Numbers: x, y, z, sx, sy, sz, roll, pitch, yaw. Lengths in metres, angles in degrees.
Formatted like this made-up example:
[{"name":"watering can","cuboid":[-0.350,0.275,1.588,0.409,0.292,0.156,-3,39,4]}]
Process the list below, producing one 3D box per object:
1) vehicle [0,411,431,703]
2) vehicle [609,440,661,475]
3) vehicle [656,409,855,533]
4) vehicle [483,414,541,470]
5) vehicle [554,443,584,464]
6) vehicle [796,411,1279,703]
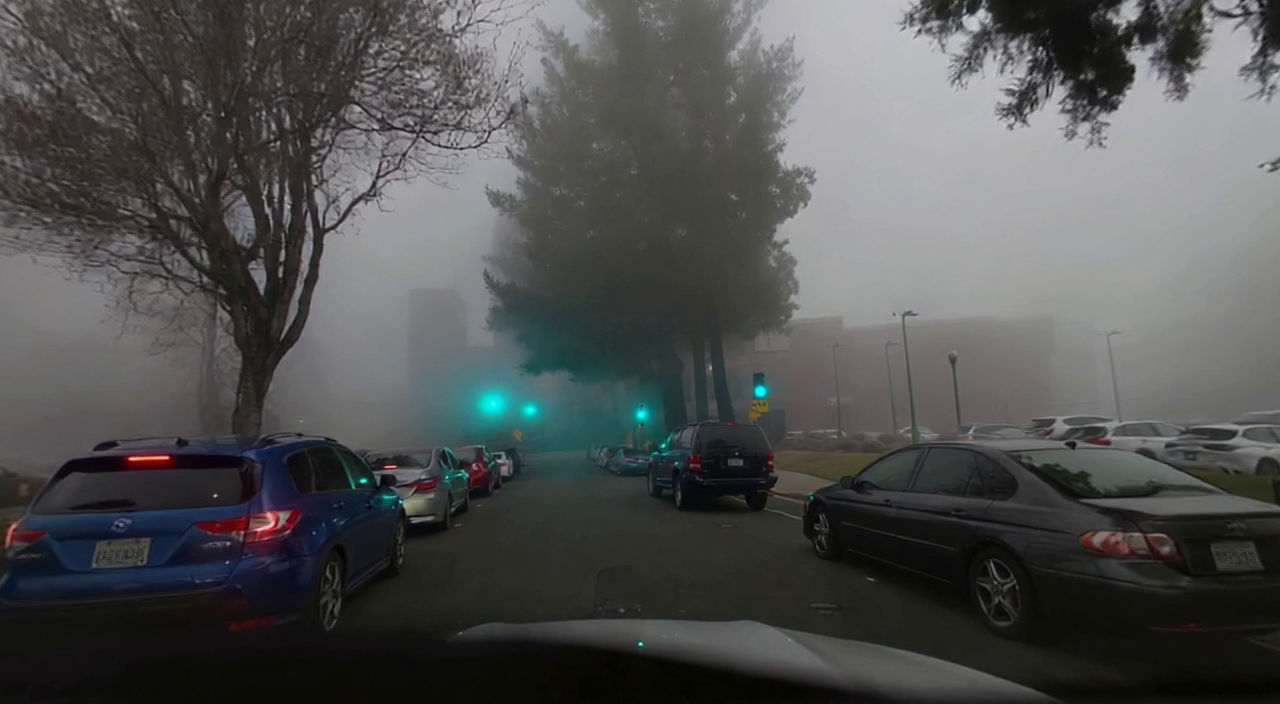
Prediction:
[{"name":"vehicle","cuboid":[-2.881,1.342,5.063,1.968,1.497,4.286,2,-9,-15]},{"name":"vehicle","cuboid":[-0.308,4.828,29.184,1.910,1.493,4.490,1,-8,-7]},{"name":"vehicle","cuboid":[1.907,2.285,12.822,2.324,1.907,5.634,1,-8,-7]},{"name":"vehicle","cuboid":[-8.230,5.929,41.563,2.820,3.263,7.986,1,-8,-5]},{"name":"vehicle","cuboid":[-5.264,7.410,46.409,2.095,1.473,4.301,1,-8,-7]},{"name":"vehicle","cuboid":[3.161,1.396,5.494,1.904,1.494,4.864,1,-8,-6]}]
